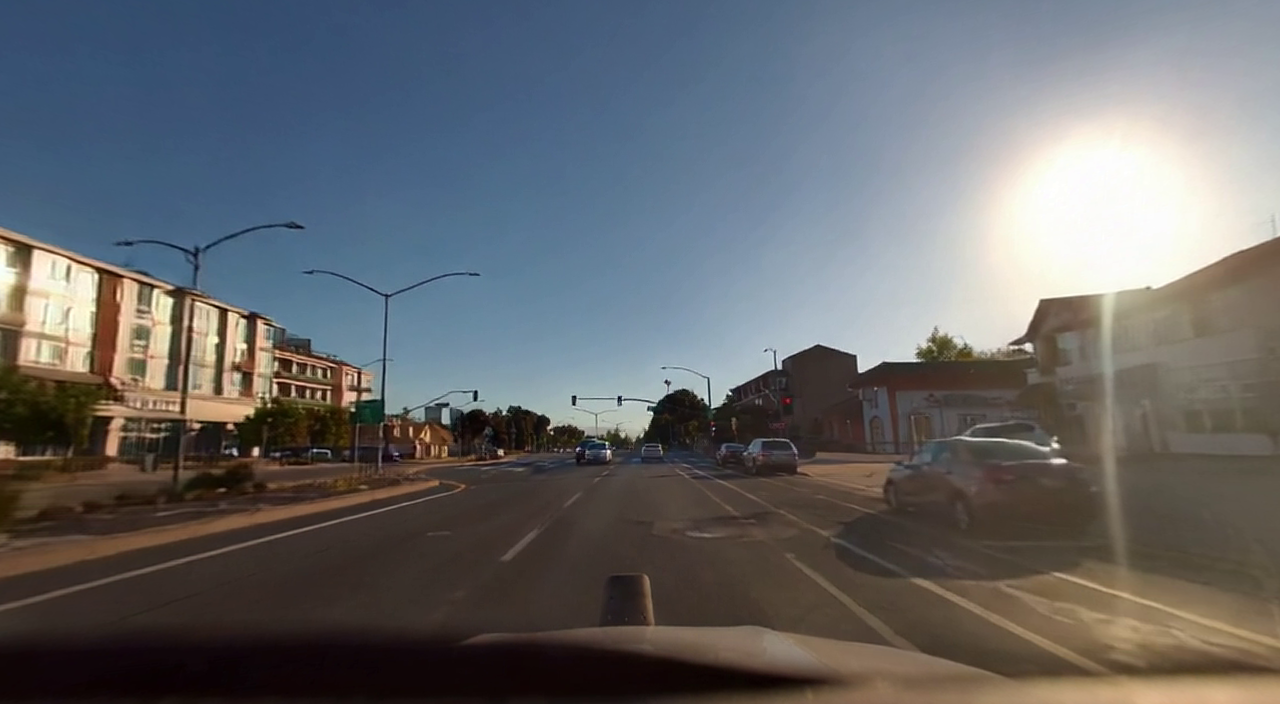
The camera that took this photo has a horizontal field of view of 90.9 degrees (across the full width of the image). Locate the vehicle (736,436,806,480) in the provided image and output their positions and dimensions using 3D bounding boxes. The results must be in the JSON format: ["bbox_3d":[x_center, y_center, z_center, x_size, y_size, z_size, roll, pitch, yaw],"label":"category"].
[{"bbox_3d":[5.754,4.673,28.345,2.069,1.776,4.797,0,-8,0],"label":"vehicle"}]

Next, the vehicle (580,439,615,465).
[{"bbox_3d":[-2.937,7.086,44.852,2.150,1.779,4.423,0,-8,1],"label":"vehicle"}]

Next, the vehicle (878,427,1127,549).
[{"bbox_3d":[5.824,2.167,10.831,1.955,1.679,3.890,0,-7,0],"label":"vehicle"}]

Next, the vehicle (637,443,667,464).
[{"bbox_3d":[0.841,7.538,46.880,2.075,1.480,3.920,0,-8,-1],"label":"vehicle"}]
